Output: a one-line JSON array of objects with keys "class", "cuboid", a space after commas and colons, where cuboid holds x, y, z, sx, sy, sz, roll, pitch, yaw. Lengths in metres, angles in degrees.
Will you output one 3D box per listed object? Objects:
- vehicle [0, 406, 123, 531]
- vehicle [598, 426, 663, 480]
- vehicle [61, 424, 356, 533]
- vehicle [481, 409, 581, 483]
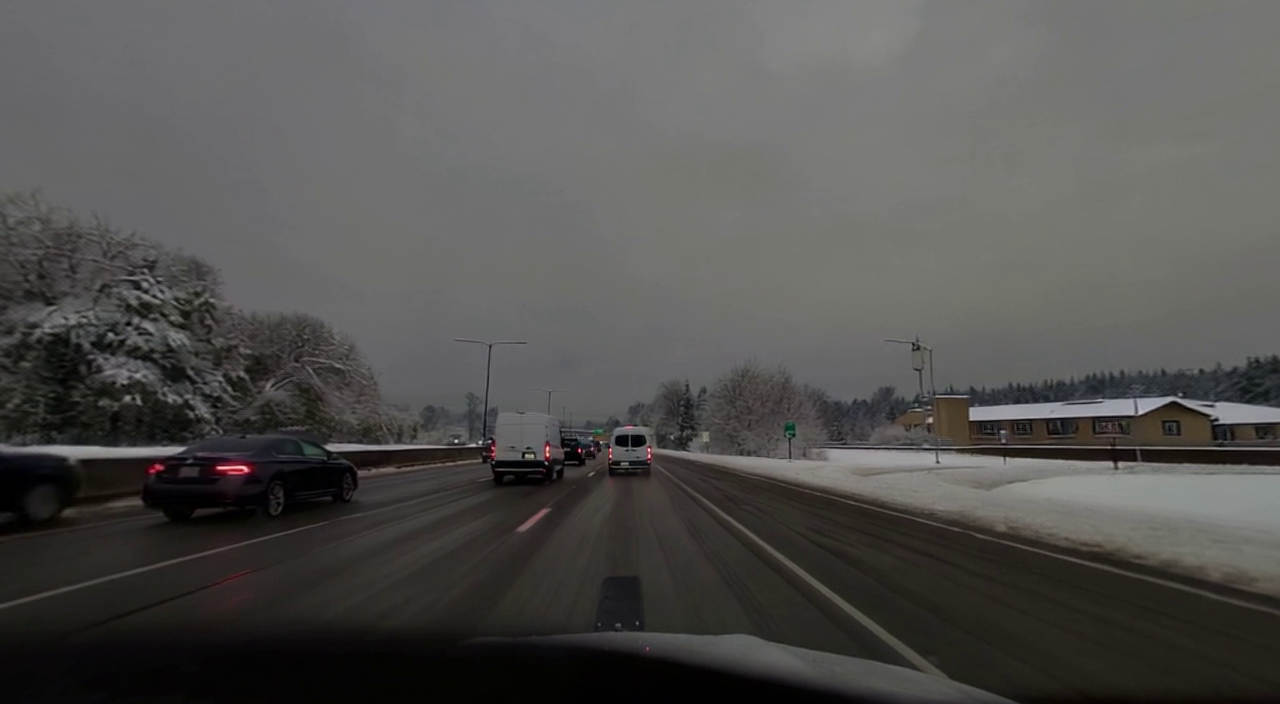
[{"class": "vehicle", "cuboid": [-10.323, 1.626, 8.738, 2.312, 1.766, 4.653, 0, -9, 0]}, {"class": "vehicle", "cuboid": [-0.327, 3.790, 23.738, 2.207, 1.807, 4.199, 0, -9, 0]}, {"class": "vehicle", "cuboid": [-7.031, 2.108, 11.065, 1.959, 1.493, 4.575, 0, -9, 0]}, {"class": "vehicle", "cuboid": [-3.643, 3.361, 22.531, 2.504, 2.276, 5.933, 0, -9, 0]}]
